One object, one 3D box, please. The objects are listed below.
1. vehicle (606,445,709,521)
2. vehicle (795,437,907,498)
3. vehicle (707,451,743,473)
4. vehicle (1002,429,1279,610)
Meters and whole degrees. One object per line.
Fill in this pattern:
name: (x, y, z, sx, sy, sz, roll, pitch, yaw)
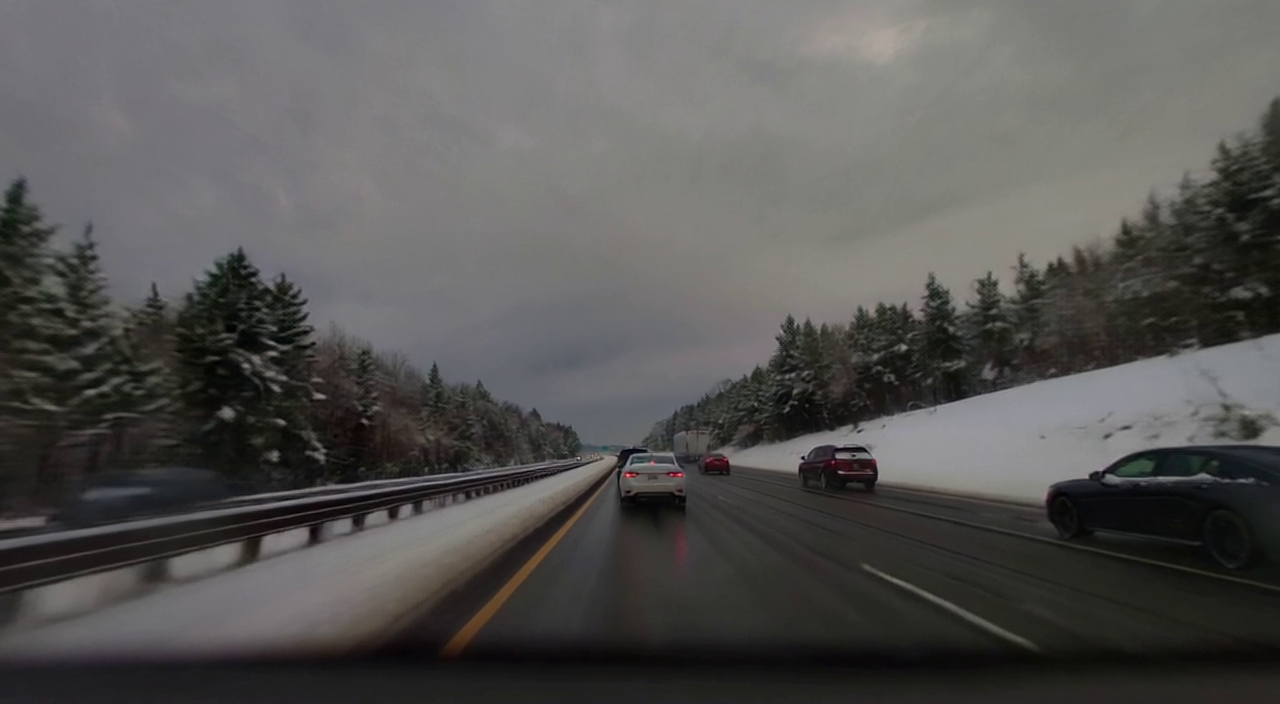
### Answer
vehicle: (0.328, 2.941, 14.627, 2.076, 1.485, 3.774, 0, -9, -1)
vehicle: (6.523, 3.625, 20.043, 1.980, 1.702, 4.235, 0, -9, -2)
vehicle: (6.009, 7.818, 44.954, 1.921, 1.451, 3.841, 0, -9, -2)
vehicle: (6.274, 1.671, 7.031, 1.965, 1.484, 4.090, 0, -9, -1)
